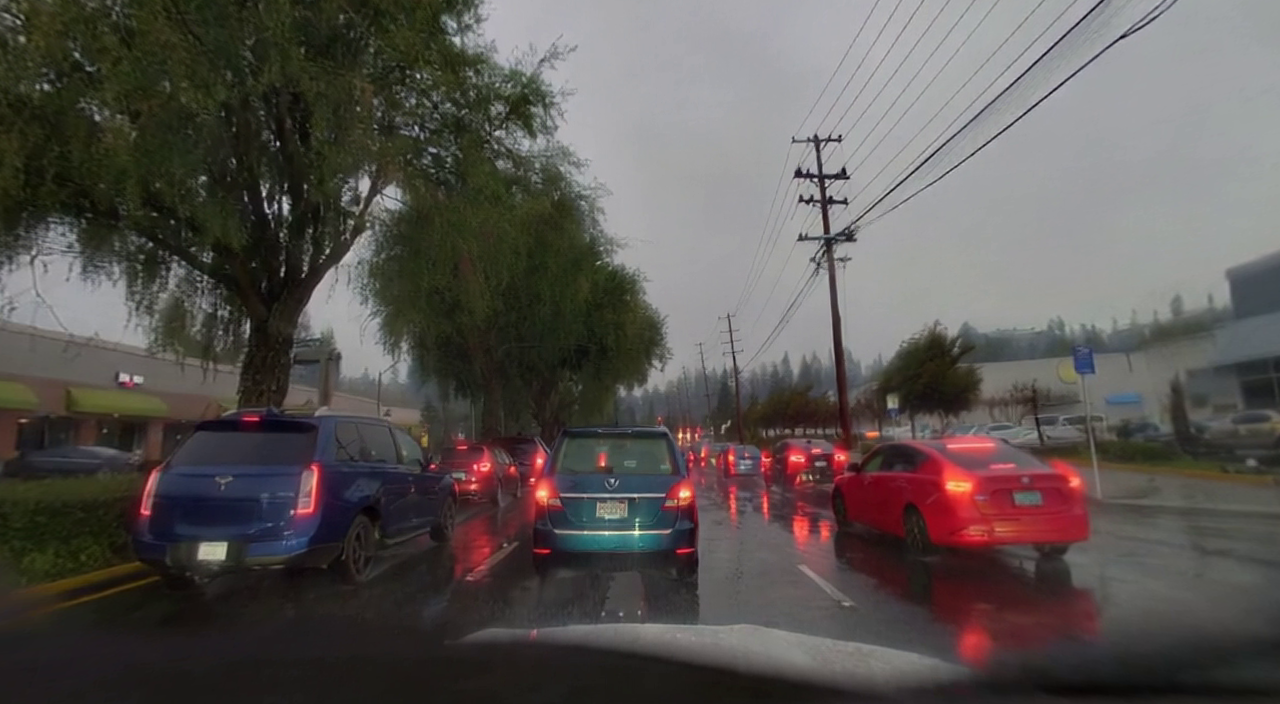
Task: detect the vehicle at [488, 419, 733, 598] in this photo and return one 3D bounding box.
[{"bbox_3d":[-0.308,1.631,7.401,2.097,1.511,3.809,0,-9,-2],"label":"vehicle"}]

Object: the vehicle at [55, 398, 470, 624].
[{"bbox_3d":[-3.436,1.519,6.983,1.979,1.697,4.254,0,-9,-1],"label":"vehicle"}]

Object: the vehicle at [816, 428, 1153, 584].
[{"bbox_3d":[3.914,1.802,8.275,1.909,1.473,4.361,0,-9,-1],"label":"vehicle"}]

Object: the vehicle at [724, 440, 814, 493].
[{"bbox_3d":[3.823,3.465,19.492,1.876,1.456,4.025,0,-9,-1],"label":"vehicle"}]
